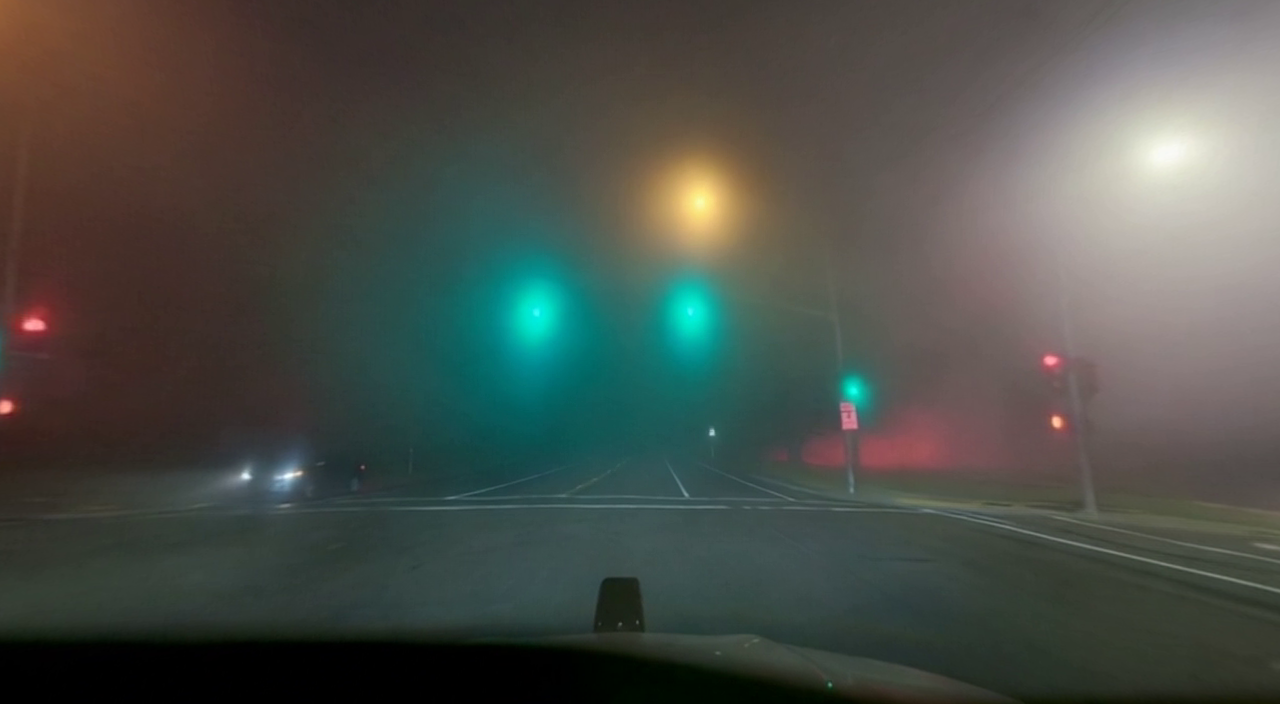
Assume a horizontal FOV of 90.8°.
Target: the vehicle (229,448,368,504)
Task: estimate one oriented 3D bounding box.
[{"bbox_3d":[-10.465,3.794,19.778,1.983,1.482,4.190,0,-8,1],"label":"vehicle"}]
